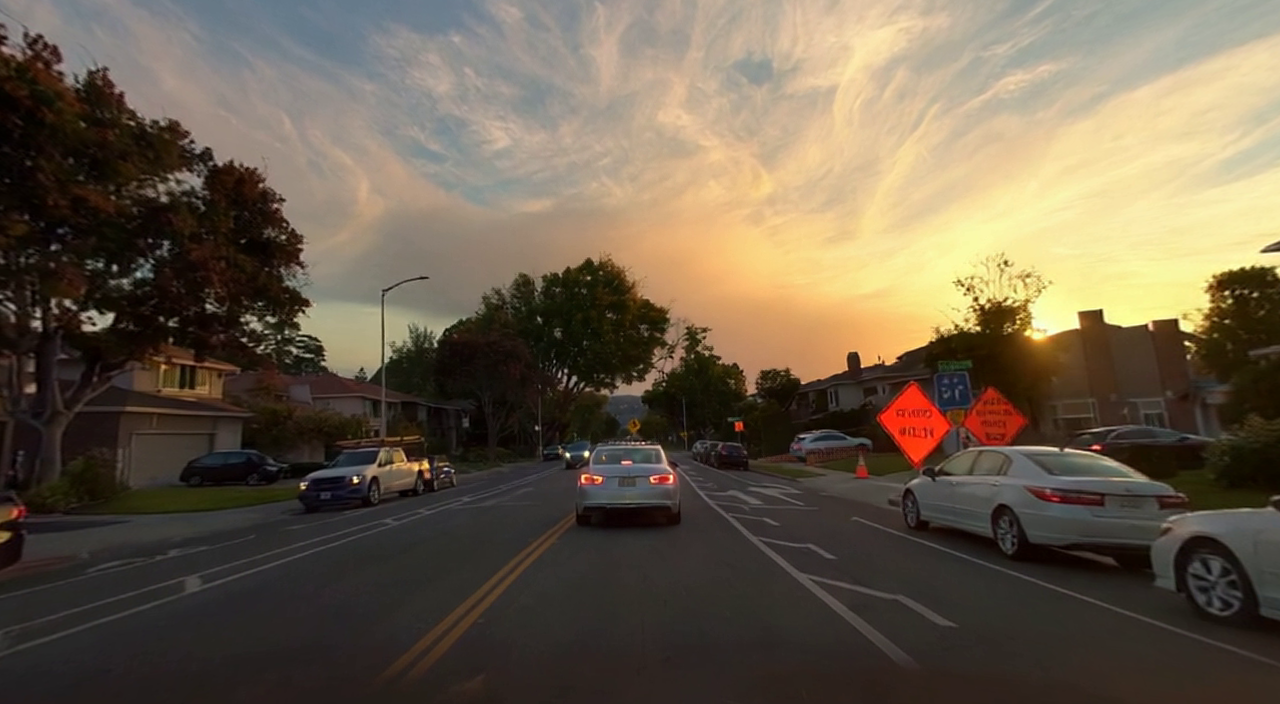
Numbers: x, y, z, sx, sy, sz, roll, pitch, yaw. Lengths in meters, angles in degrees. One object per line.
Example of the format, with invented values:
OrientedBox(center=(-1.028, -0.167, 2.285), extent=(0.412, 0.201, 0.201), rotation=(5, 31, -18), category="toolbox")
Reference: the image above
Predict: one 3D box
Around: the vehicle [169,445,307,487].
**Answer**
OrientedBox(center=(-16.637, 4.726, 26.218), extent=(4.468, 1.517, 1.796), rotation=(-1, -9, -2), category="vehicle")

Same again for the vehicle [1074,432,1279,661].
OrientedBox(center=(5.109, 1.203, 3.654), extent=(1.864, 1.480, 4.587), rotation=(0, -9, -1), category="vehicle")

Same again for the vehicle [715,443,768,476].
OrientedBox(center=(4.917, 5.268, 30.990), extent=(1.985, 1.481, 4.116), rotation=(0, -9, 1), category="vehicle")

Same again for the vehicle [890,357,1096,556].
OrientedBox(center=(5.272, 1.577, 9.828), extent=(1.409, 2.648, 2.645), rotation=(1, -9, -4), category="vehicle")

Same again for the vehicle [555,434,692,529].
OrientedBox(center=(-0.239, 2.358, 12.065), extent=(2.151, 1.481, 4.084), rotation=(0, -9, 1), category="vehicle")

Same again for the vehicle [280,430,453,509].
OrientedBox(center=(-8.150, 3.563, 19.727), extent=(2.659, 2.047, 6.014), rotation=(0, -9, 0), category="vehicle")
